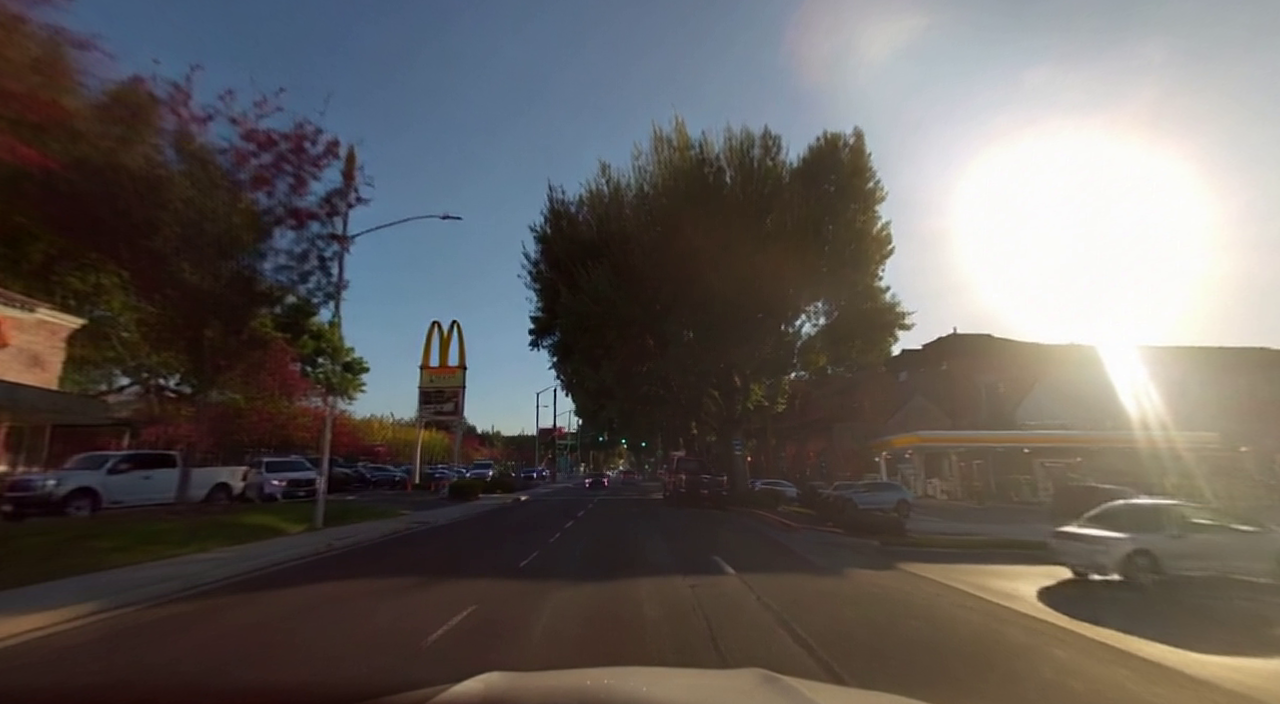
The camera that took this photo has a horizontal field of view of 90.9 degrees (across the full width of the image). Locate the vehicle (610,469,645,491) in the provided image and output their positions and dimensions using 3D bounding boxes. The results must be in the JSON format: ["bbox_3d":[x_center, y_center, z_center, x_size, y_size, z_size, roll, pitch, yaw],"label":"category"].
[{"bbox_3d":[-0.845,9.014,44.627,1.993,1.454,3.810,-1,-11,6],"label":"vehicle"}]

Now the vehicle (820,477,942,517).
[{"bbox_3d":[9.585,5.810,25.324,4.123,1.446,1.807,1,-11,-2],"label":"vehicle"}]

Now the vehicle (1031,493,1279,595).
[{"bbox_3d":[9.542,3.271,10.969,4.169,1.474,1.850,1,-11,0],"label":"vehicle"}]

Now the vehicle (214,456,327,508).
[{"bbox_3d":[-12.603,4.415,21.546,2.871,1.604,1.710,10,-14,-42],"label":"vehicle"}]

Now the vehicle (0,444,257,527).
[{"bbox_3d":[-12.024,3.112,14.920,4.575,1.641,2.006,10,-14,-41],"label":"vehicle"}]

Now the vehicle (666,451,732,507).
[{"bbox_3d":[2.347,5.334,26.616,2.153,2.074,5.188,1,-11,-2],"label":"vehicle"}]
